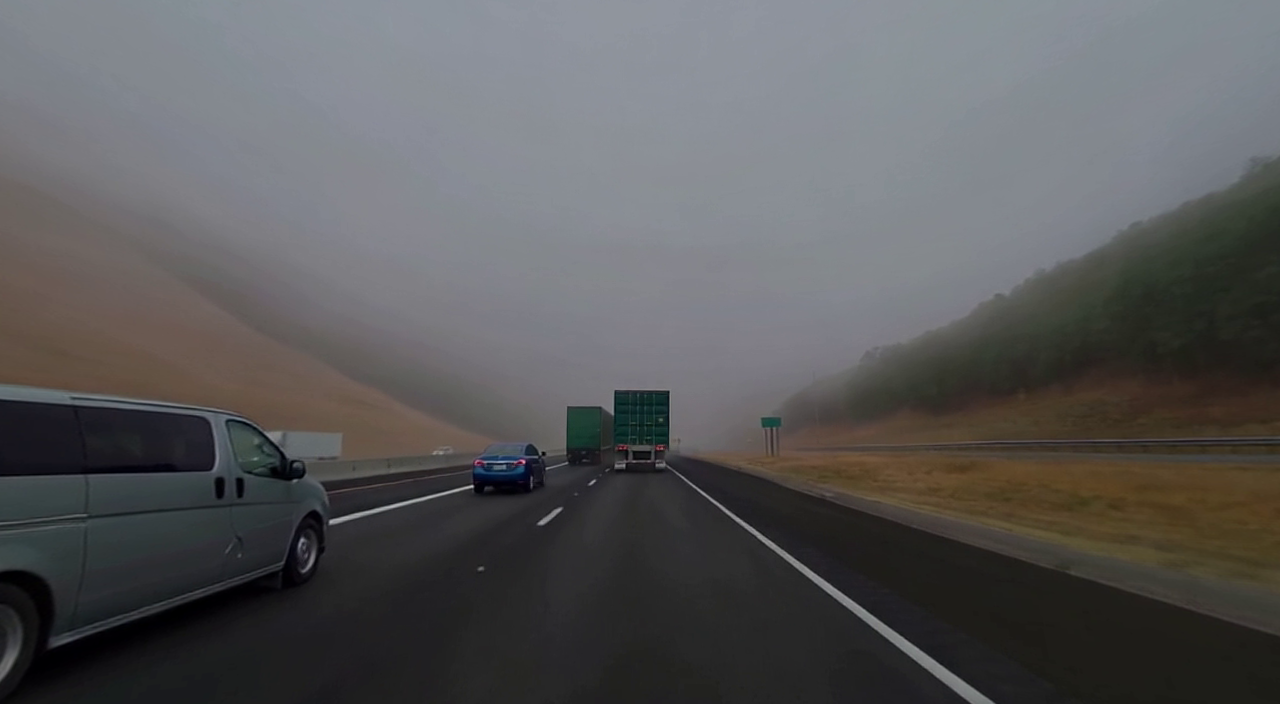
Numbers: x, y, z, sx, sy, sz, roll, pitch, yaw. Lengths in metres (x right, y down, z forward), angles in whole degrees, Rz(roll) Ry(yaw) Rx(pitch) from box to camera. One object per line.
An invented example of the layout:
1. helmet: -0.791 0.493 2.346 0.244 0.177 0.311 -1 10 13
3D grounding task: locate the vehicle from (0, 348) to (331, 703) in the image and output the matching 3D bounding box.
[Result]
1. vehicle: -4.102 0.969 3.606 2.136 1.779 4.875 0 -8 1

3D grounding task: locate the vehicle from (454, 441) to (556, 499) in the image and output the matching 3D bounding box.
1. vehicle: -3.703 3.301 18.118 1.950 1.446 4.224 0 -8 1

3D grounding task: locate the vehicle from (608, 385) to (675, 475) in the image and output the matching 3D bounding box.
1. vehicle: 0.186 4.225 33.412 2.913 3.988 10.874 0 -8 1
